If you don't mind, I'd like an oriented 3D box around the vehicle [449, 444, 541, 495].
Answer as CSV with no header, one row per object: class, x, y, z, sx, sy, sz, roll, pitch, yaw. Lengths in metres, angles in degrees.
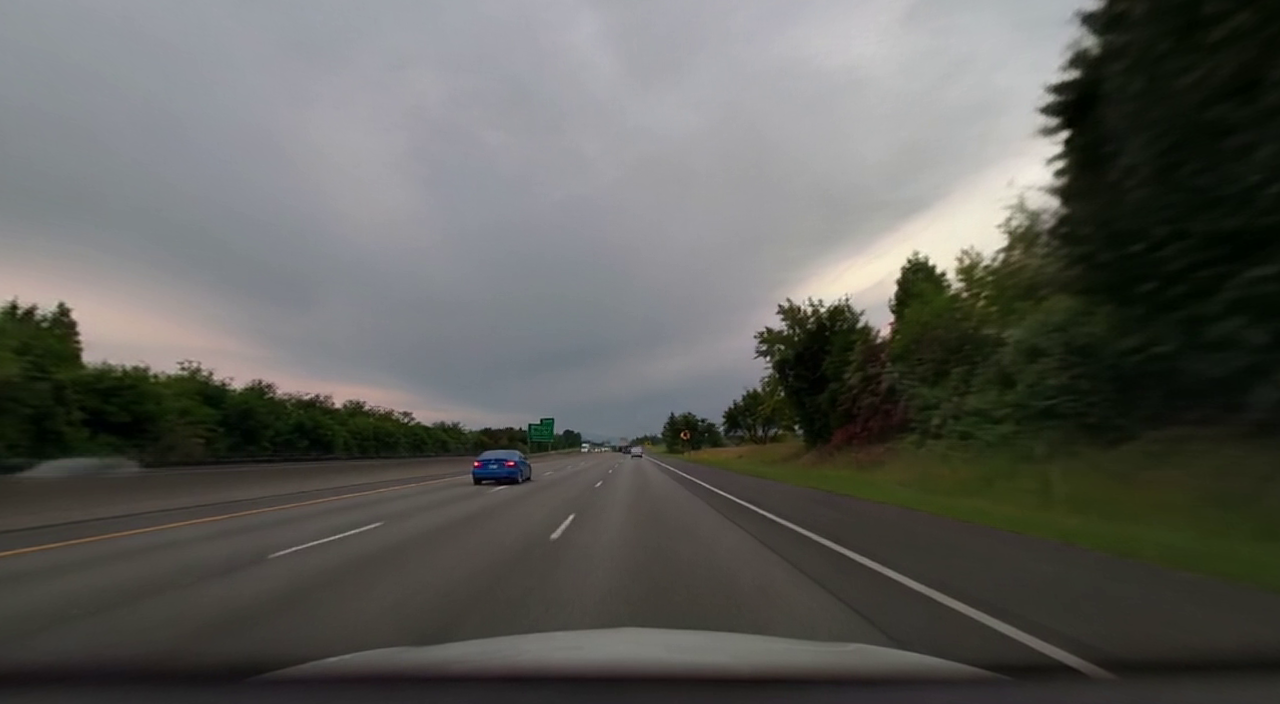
vehicle,-4.714,3.872,21.173,2.121,1.537,3.852,0,-9,1
